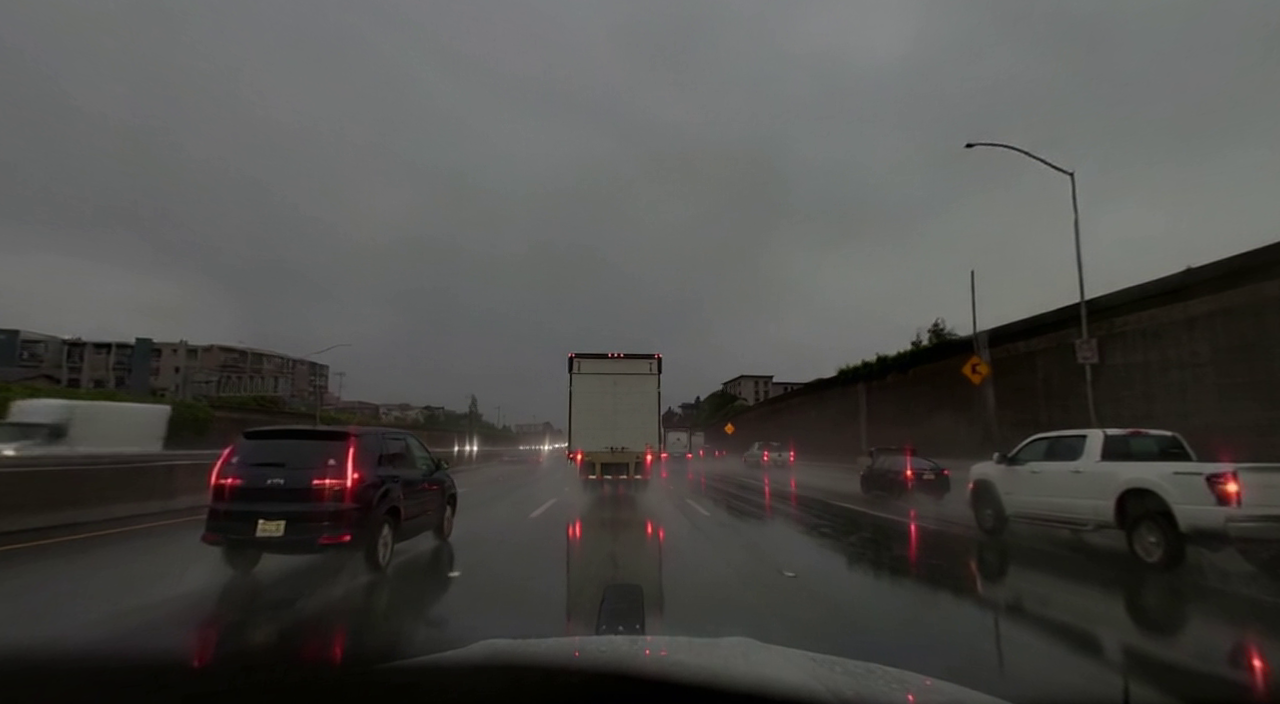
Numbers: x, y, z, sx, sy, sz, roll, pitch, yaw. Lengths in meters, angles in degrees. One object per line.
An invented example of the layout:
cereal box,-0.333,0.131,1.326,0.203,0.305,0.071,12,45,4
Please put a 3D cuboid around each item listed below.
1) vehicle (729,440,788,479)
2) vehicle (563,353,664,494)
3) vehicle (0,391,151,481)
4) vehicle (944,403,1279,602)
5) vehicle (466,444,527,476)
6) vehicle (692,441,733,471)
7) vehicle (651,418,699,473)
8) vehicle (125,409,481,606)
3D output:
vehicle,6.116,5.612,33.183,2.070,1.888,4.546,0,-9,-2
vehicle,-0.770,2.856,23.616,2.906,4.040,10.743,0,-9,0
vehicle,-19.658,2.853,20.975,2.176,2.594,5.800,0,-9,-2
vehicle,6.316,1.700,8.135,2.188,1.731,5.031,0,-9,-1
vehicle,-7.240,5.502,32.428,1.973,1.471,4.779,0,-9,0
vehicle,5.476,7.940,48.488,2.297,2.116,5.052,0,-9,-3
vehicle,2.342,6.674,45.146,2.669,3.491,8.645,0,-9,-2
vehicle,-3.365,1.621,7.446,1.946,1.641,4.105,0,-9,-1
